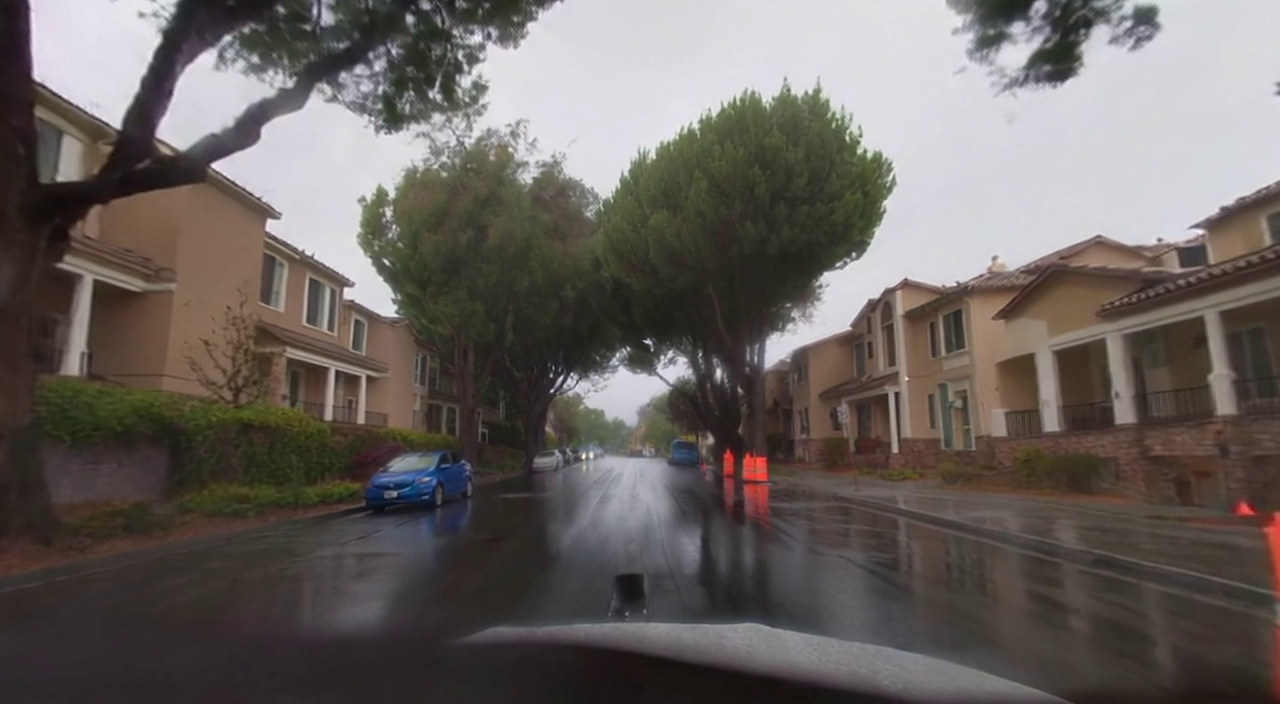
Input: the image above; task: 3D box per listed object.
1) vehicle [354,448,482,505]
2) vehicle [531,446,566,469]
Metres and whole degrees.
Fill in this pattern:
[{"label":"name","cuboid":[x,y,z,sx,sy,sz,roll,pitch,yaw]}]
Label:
[{"label":"vehicle","cuboid":[-6.526,3.686,19.184,2.137,1.481,4.503,0,-9,2]},{"label":"vehicle","cuboid":[-6.704,7.770,46.541,1.957,1.608,4.476,0,-9,-1]}]
